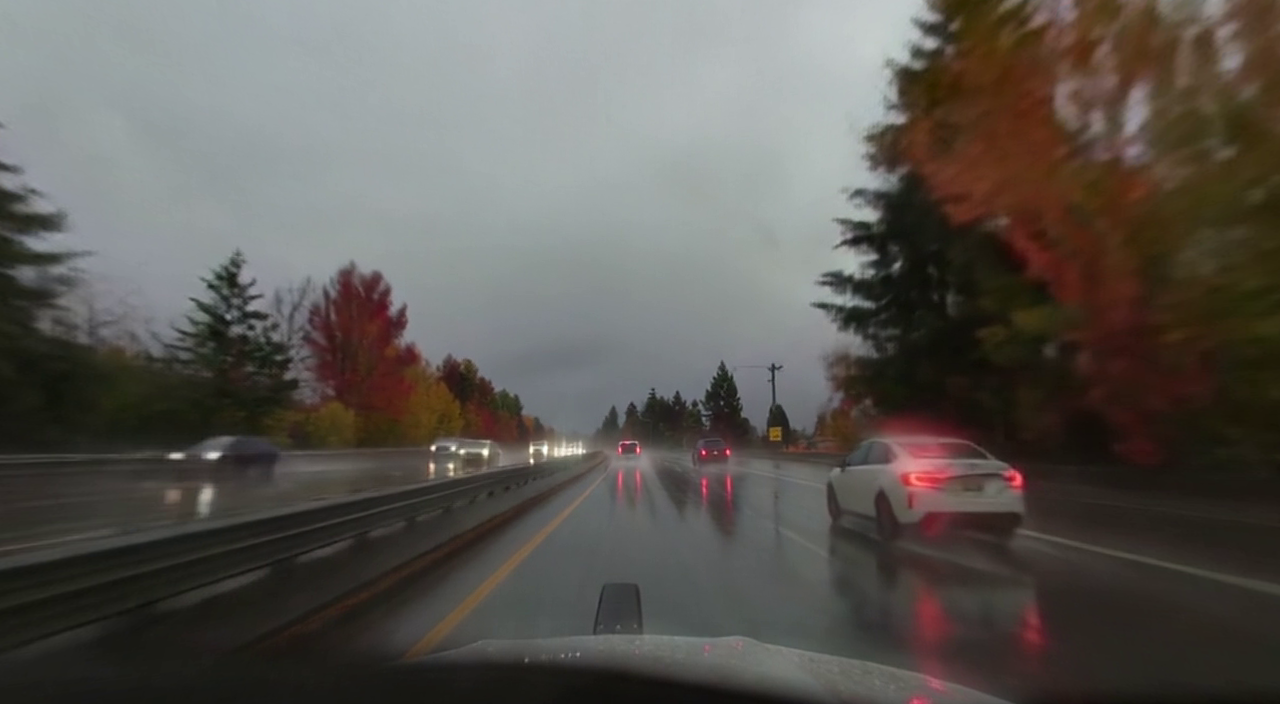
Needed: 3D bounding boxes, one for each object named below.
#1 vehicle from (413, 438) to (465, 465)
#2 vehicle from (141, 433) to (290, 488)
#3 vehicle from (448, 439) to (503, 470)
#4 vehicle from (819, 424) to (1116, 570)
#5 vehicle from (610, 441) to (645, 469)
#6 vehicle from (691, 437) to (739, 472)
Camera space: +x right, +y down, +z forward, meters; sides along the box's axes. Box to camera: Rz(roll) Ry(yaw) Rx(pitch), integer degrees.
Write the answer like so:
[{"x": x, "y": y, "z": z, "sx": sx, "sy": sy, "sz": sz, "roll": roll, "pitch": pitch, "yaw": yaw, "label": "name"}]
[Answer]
[{"x": -13.548, "y": 6.730, "z": 42.562, "sx": 2.099, "sy": 1.724, "sz": 4.481, "roll": 0, "pitch": -9, "yaw": 0, "label": "vehicle"}, {"x": -12.926, "y": 3.323, "z": 19.433, "sx": 1.874, "sy": 1.498, "sz": 3.922, "roll": 0, "pitch": -9, "yaw": 0, "label": "vehicle"}, {"x": -8.688, "y": 5.445, "z": 33.454, "sx": 1.840, "sy": 1.487, "sz": 3.872, "roll": 0, "pitch": -9, "yaw": 0, "label": "vehicle"}, {"x": 4.051, "y": 1.842, "z": 8.675, "sx": 1.968, "sy": 1.513, "sz": 3.911, "roll": 0, "pitch": -9, "yaw": 0, "label": "vehicle"}, {"x": -0.772, "y": 6.610, "z": 40.271, "sx": 2.151, "sy": 1.693, "sz": 4.201, "roll": 0, "pitch": -9, "yaw": -1, "label": "vehicle"}, {"x": 3.899, "y": 5.416, "z": 33.291, "sx": 1.982, "sy": 1.745, "sz": 4.151, "roll": 0, "pitch": -9, "yaw": -1, "label": "vehicle"}]
